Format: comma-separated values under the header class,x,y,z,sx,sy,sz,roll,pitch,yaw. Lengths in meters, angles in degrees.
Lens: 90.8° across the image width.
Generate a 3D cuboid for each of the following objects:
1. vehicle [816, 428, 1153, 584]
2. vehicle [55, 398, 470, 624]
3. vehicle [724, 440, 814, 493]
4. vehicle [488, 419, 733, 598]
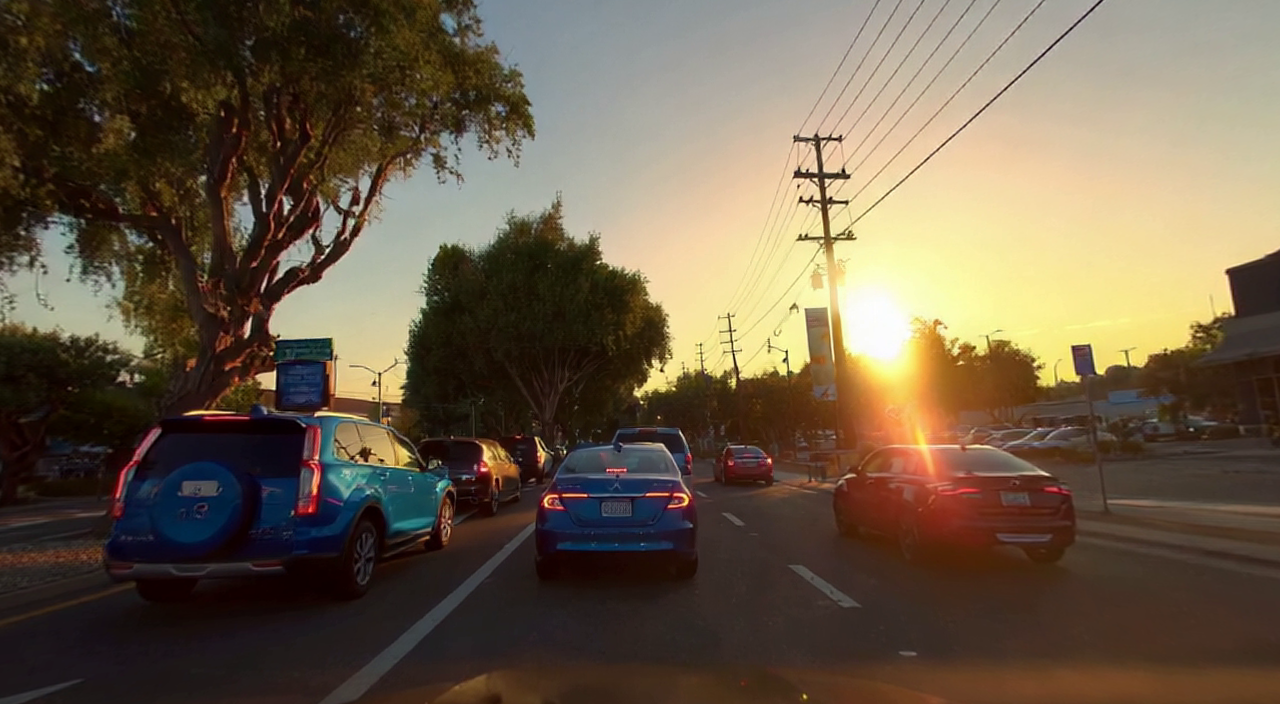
class,x,y,z,sx,sy,sz,roll,pitch,yaw
vehicle,3.914,1.802,8.275,1.909,1.473,4.361,0,-9,-1
vehicle,-3.436,1.519,6.983,1.979,1.697,4.254,0,-9,-1
vehicle,3.823,3.465,19.492,1.876,1.456,4.025,0,-9,-1
vehicle,-0.308,1.631,7.401,2.097,1.511,3.809,0,-9,-2
